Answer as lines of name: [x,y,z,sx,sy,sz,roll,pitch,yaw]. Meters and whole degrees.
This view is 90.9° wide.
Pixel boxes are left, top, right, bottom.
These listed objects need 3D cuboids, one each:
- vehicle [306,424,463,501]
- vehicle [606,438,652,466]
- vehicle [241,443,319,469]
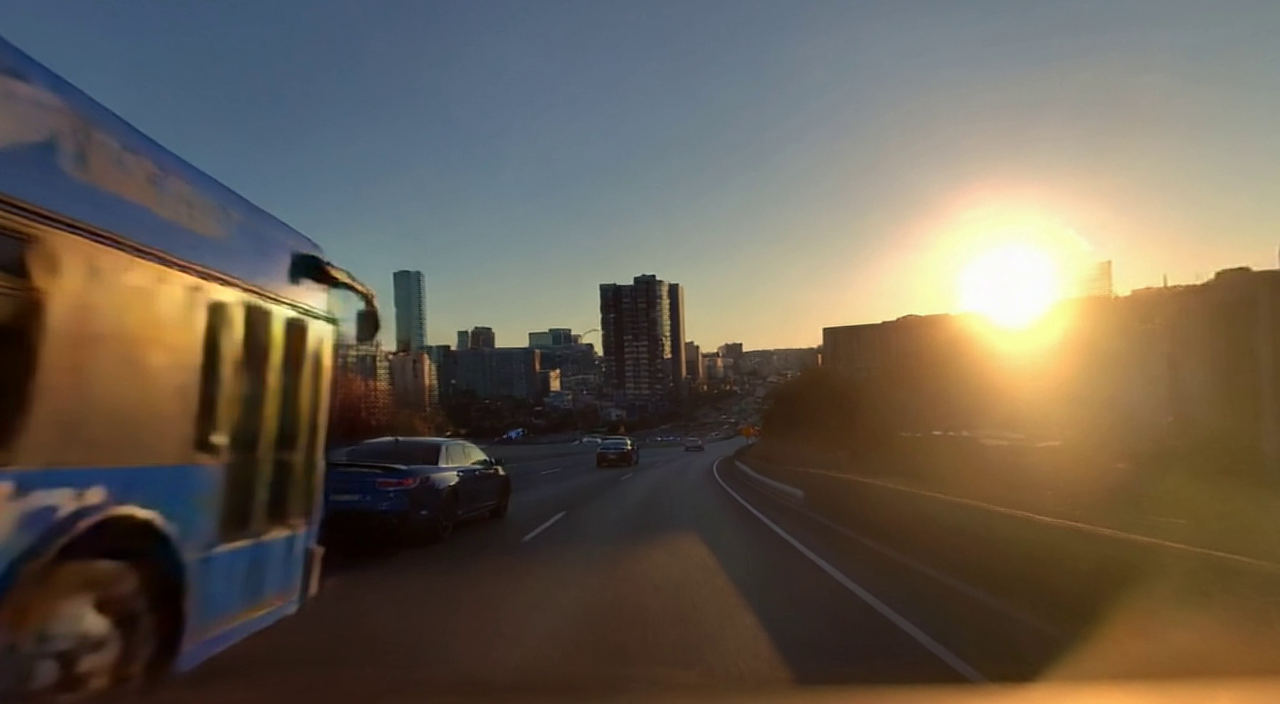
vehicle: [-6.317,2.788,16.293,1.993,1.690,4.450,-1,-9,3]
vehicle: [-0.527,5.558,35.033,1.928,1.455,4.361,-1,-9,8]
vehicle: [-22.256,6.430,39.200,1.893,1.473,4.346,-2,-9,8]
